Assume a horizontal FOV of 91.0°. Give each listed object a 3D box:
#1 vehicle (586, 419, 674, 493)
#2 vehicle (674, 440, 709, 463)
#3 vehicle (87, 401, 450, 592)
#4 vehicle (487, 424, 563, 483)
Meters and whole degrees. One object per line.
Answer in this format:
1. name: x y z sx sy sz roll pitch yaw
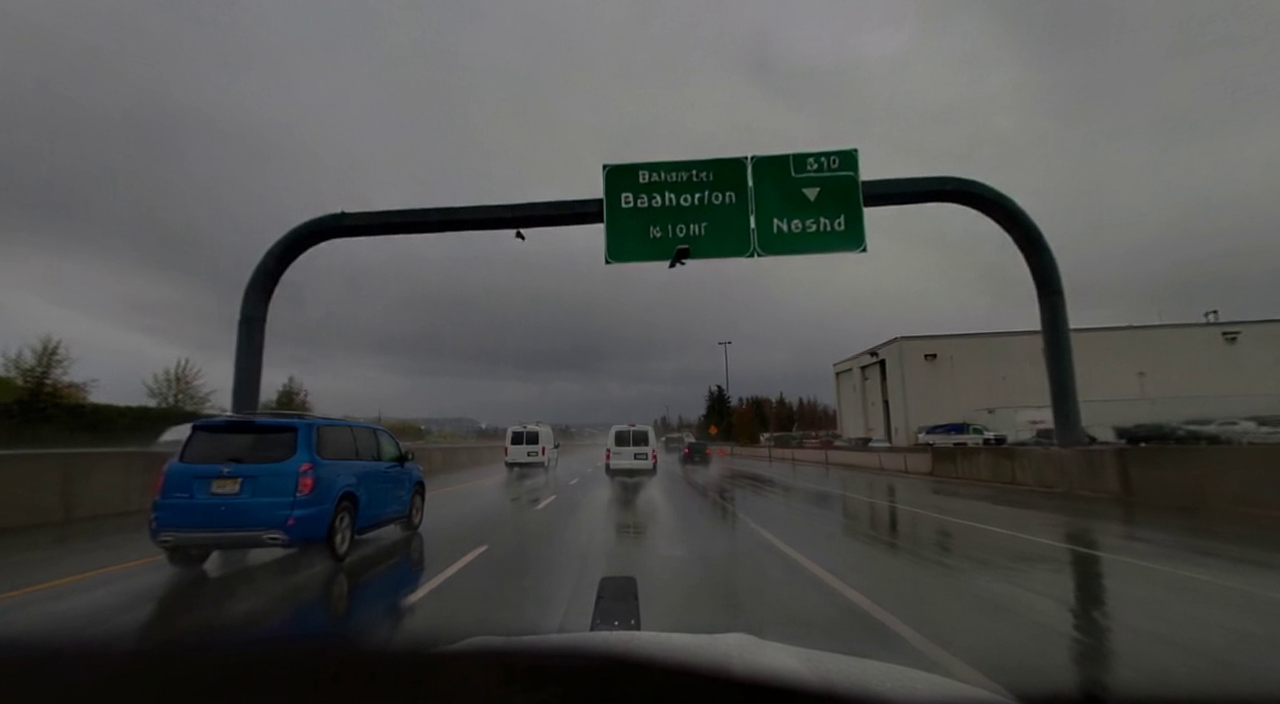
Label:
1. vehicle: -0.318 3.065 18.877 2.304 1.925 4.282 0 -8 -1
2. vehicle: 3.547 6.897 43.990 1.999 1.494 3.833 0 -8 -3
3. vehicle: -4.034 1.612 7.944 1.972 1.703 4.333 0 -8 -1
4. vehicle: -4.133 3.730 23.356 2.038 1.936 4.300 0 -8 -1
